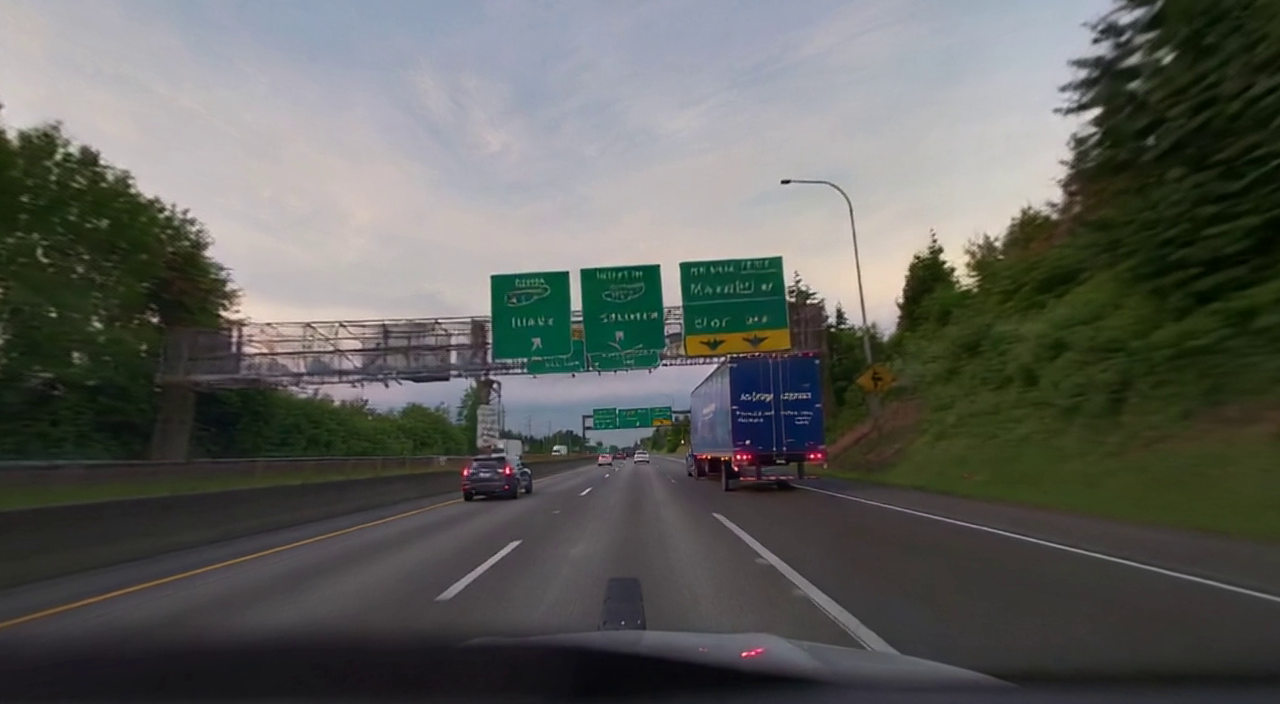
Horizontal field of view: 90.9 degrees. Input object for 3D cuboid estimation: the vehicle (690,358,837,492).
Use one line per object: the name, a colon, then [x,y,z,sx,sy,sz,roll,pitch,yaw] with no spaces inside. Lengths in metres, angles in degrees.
vehicle: [4.248,3.263,25.926,3.025,4.005,14.010,0,-9,-1]

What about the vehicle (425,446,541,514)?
vehicle: [-3.873,3.206,16.279,1.918,1.510,4.006,0,-9,1]
